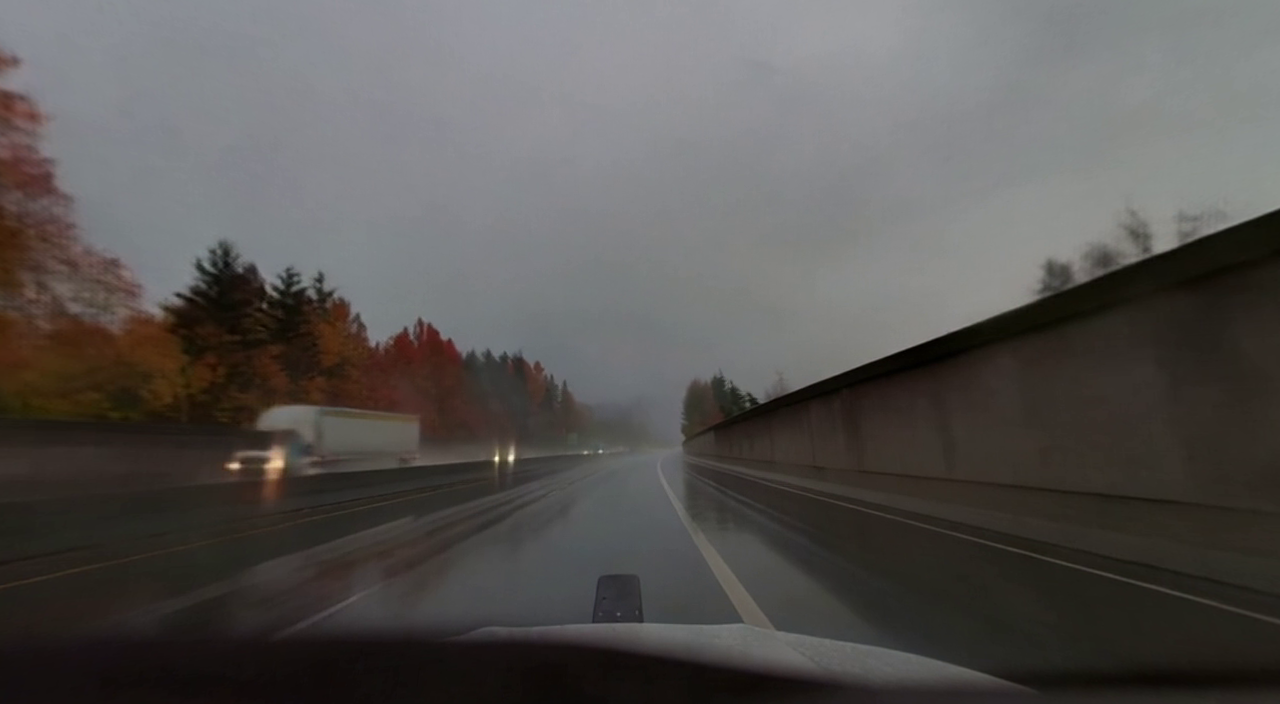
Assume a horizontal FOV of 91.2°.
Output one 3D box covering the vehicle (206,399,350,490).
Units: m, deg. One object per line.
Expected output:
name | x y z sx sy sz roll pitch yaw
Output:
vehicle | -18.018 4.715 31.884 3.013 4.047 6.923 0 -9 0
